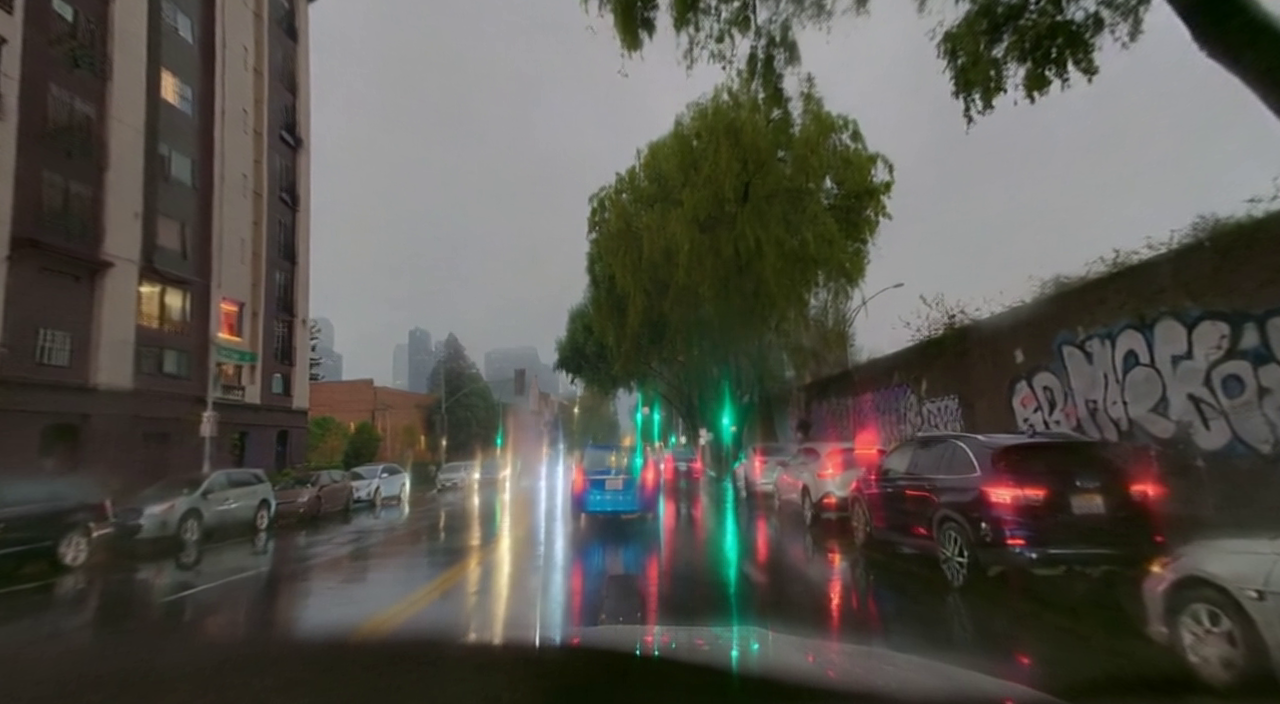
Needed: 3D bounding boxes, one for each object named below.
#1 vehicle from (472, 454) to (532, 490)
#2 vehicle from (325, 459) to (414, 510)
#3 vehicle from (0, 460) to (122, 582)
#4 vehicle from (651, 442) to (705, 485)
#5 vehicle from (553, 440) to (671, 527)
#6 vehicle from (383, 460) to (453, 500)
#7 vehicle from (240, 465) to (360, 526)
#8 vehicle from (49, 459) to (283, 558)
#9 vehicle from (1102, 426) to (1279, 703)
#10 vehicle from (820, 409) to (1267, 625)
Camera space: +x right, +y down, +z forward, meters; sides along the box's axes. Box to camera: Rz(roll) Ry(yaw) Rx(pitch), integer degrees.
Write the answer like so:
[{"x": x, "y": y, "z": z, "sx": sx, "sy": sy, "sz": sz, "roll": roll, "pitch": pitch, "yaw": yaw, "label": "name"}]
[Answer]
[{"x": -6.690, "y": 5.854, "z": 31.094, "sx": 1.906, "sy": 1.445, "sz": 4.490, "roll": -4, "pitch": -8, "yaw": 0, "label": "vehicle"}, {"x": -11.063, "y": 5.400, "z": 26.121, "sx": 1.822, "sy": 1.639, "sz": 4.144, "roll": -6, "pitch": -8, "yaw": 0, "label": "vehicle"}, {"x": -10.810, "y": 2.701, "z": 9.654, "sx": 1.988, "sy": 1.781, "sz": 4.827, "roll": -5, "pitch": -8, "yaw": -4, "label": "vehicle"}, {"x": 1.678, "y": 4.997, "z": 28.570, "sx": 2.207, "sy": 1.761, "sz": 4.292, "roll": -1, "pitch": -8, "yaw": 2, "label": "vehicle"}, {"x": -0.526, "y": 2.749, "z": 13.840, "sx": 2.166, "sy": 1.579, "sz": 4.300, "roll": 0, "pitch": -8, "yaw": 0, "label": "vehicle"}, {"x": -11.115, "y": 6.406, "z": 31.979, "sx": 1.931, "sy": 1.499, "sz": 4.645, "roll": -6, "pitch": -8, "yaw": -2, "label": "vehicle"}, {"x": -11.002, "y": 4.630, "z": 20.840, "sx": 1.741, "sy": 1.506, "sz": 4.370, "roll": -4, "pitch": -8, "yaw": -3, "label": "vehicle"}, {"x": -10.944, "y": 3.575, "z": 15.159, "sx": 2.276, "sy": 1.741, "sz": 4.439, "roll": -4, "pitch": -8, "yaw": -1, "label": "vehicle"}, {"x": 4.186, "y": 1.010, "z": 2.077, "sx": 1.955, "sy": 1.535, "sz": 4.266, "roll": 2, "pitch": -9, "yaw": -3, "label": "vehicle"}, {"x": 4.206, "y": 1.789, "z": 8.061, "sx": 2.097, "sy": 1.811, "sz": 5.230, "roll": 0, "pitch": -8, "yaw": -2, "label": "vehicle"}]
